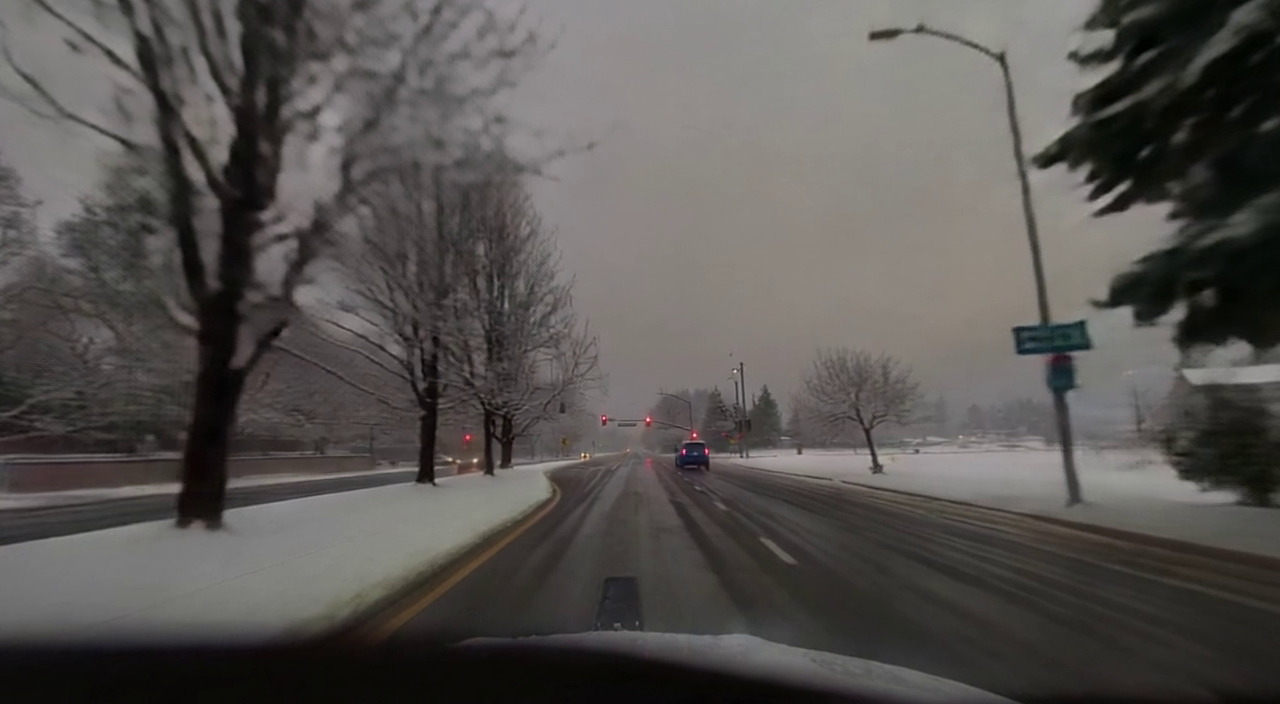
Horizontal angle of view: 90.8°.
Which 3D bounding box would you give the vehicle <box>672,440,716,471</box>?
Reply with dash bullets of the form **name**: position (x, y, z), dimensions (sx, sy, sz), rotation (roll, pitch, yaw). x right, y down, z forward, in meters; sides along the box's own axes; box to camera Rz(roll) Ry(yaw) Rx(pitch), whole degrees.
- **vehicle**: position (3.392, 6.607, 40.568), dimensions (2.229, 1.795, 4.927), rotation (0, -9, -2)
